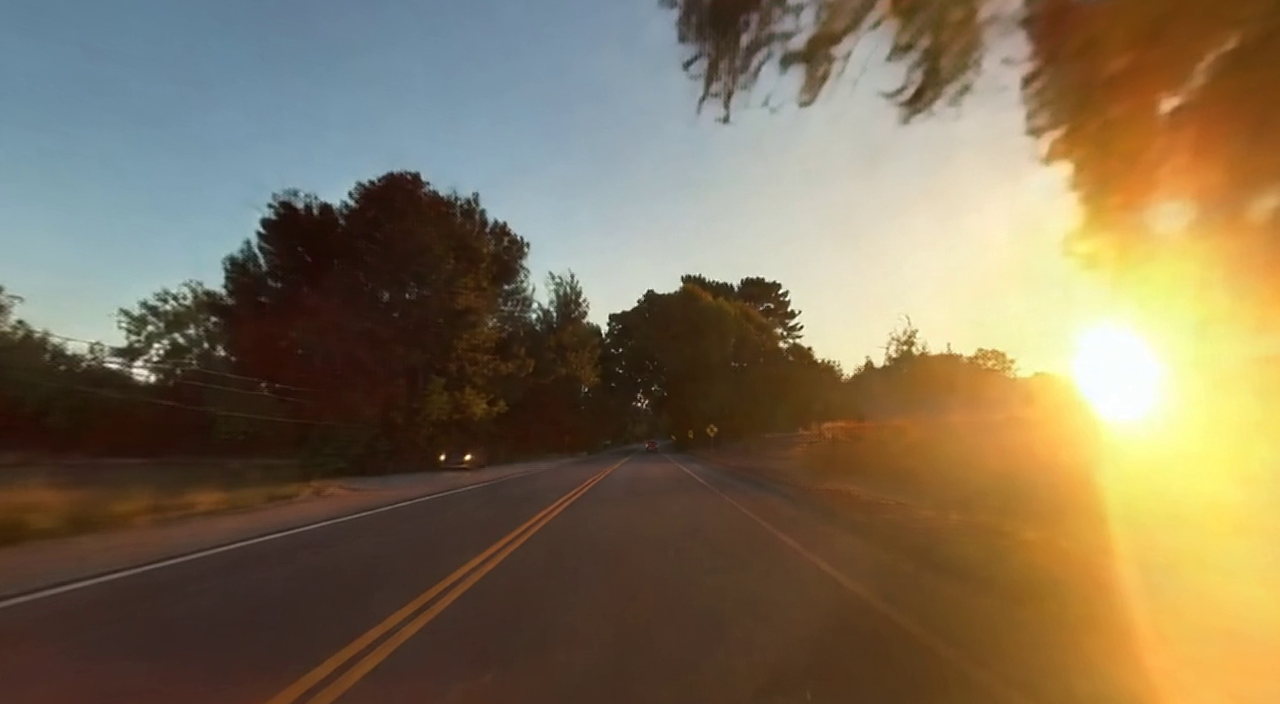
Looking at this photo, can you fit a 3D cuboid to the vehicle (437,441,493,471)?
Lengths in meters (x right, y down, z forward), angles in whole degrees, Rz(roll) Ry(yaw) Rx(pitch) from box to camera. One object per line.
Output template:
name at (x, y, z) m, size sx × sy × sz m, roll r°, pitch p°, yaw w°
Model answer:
vehicle at (-10.449, 6.246, 38.048) m, size 1.953 × 1.670 × 4.511 m, roll -1°, pitch -8°, yaw 2°
